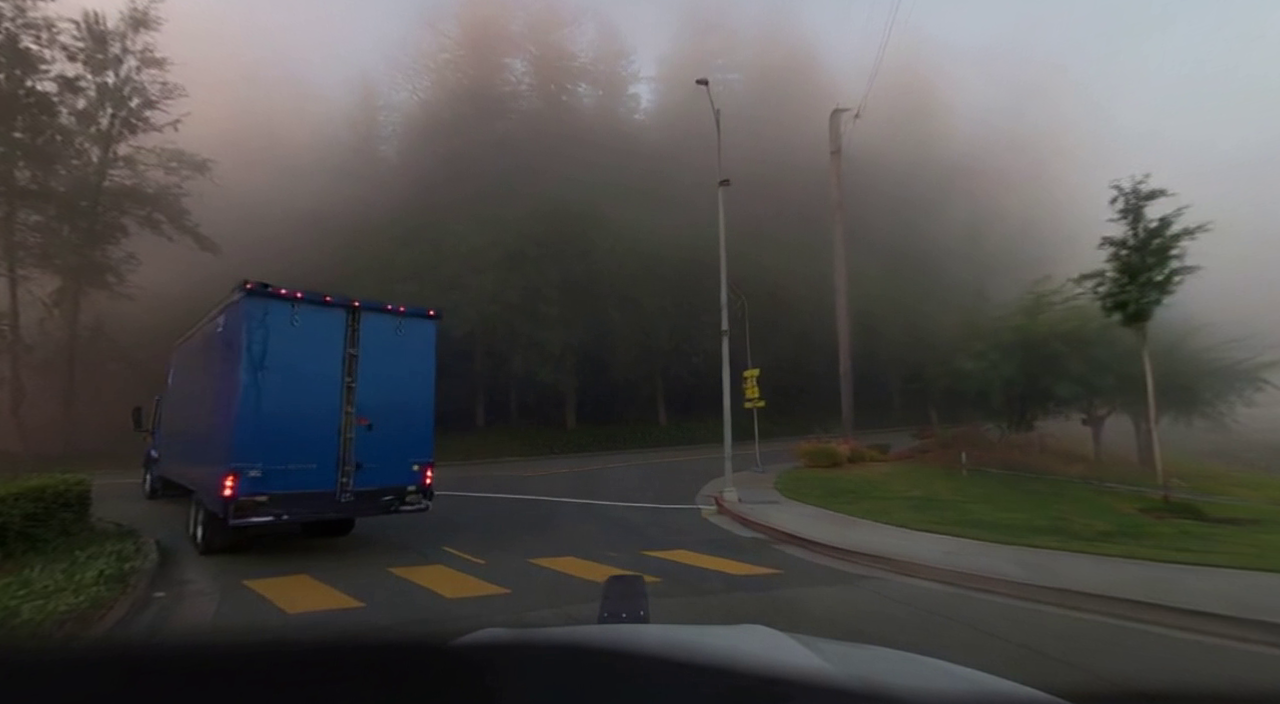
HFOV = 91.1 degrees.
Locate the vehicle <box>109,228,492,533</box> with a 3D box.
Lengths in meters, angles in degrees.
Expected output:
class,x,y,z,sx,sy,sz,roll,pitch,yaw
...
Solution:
class,x,y,z,sx,sy,sz,roll,pitch,yaw
vehicle,-6.641,0.870,11.122,9.680,3.326,2.838,-8,-11,43
